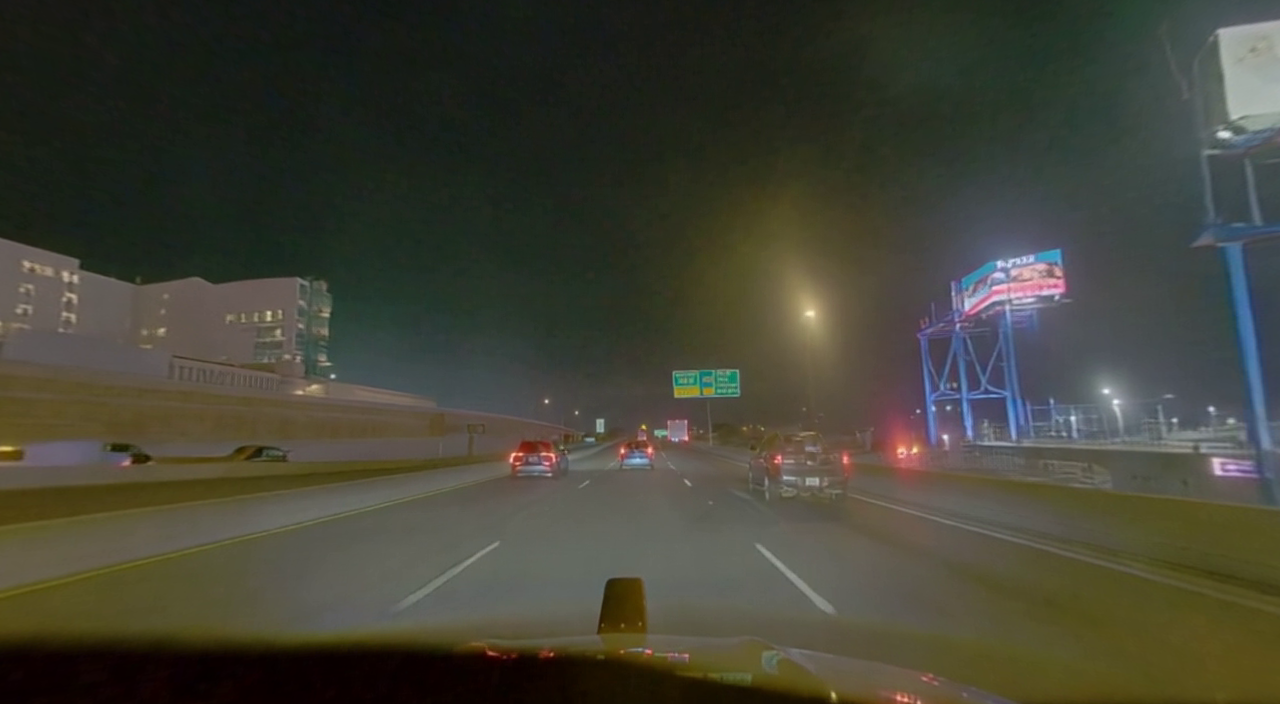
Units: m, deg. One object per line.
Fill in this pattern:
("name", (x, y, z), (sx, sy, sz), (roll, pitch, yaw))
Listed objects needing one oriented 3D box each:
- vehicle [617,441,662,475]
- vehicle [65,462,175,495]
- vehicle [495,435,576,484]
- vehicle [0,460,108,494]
("vehicle", (0.001, 4.718, 28.238), (1.877, 1.386, 3.872), (0, -8, 0))
("vehicle", (-28.064, 6.802, 34.288), (1.869, 1.537, 4.731), (0, -8, 1))
("vehicle", (-3.665, 3.870, 22.941), (2.064, 1.589, 4.213), (0, -8, 2))
("vehicle", (-31.843, 6.701, 34.131), (1.938, 1.598, 4.624), (0, -8, 1))
